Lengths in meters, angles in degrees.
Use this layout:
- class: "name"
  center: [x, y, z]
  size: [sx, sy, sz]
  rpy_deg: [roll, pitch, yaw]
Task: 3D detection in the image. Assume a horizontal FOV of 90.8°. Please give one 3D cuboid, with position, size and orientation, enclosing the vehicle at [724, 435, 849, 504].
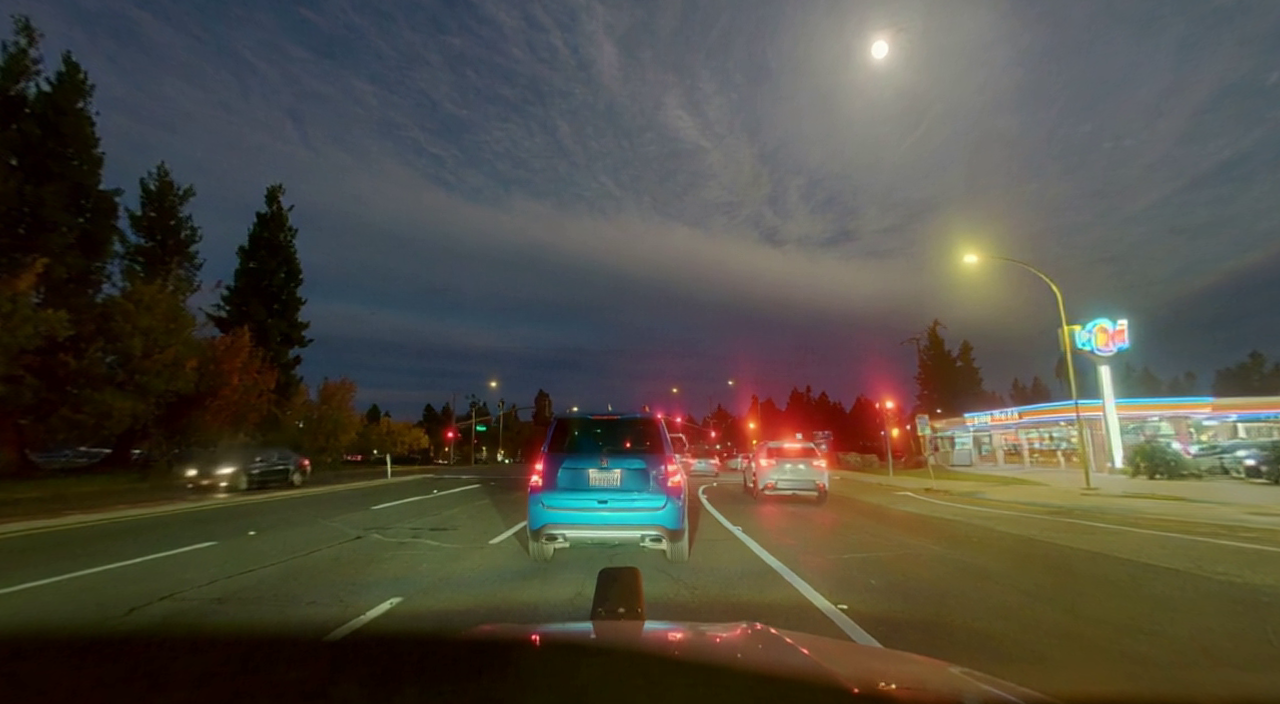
- class: "vehicle"
  center: [3.655, 3.026, 16.761]
  size: [2.098, 1.555, 4.778]
  rpy_deg: [0, -9, -1]

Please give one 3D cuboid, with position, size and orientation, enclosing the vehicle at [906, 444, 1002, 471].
- class: "vehicle"
  center: [17.205, 5.782, 34.772]
  size: [4.290, 1.427, 1.751]
  rpy_deg: [0, -9, 2]

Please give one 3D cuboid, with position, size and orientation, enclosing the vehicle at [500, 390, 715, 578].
- class: "vehicle"
  center: [-0.297, 1.646, 8.630]
  size: [2.096, 1.837, 4.687]
  rpy_deg: [0, -9, 1]

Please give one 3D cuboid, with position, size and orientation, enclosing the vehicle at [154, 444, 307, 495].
- class: "vehicle"
  center: [-12.975, 3.719, 20.448]
  size: [1.983, 1.460, 4.456]
  rpy_deg: [0, -9, 0]
